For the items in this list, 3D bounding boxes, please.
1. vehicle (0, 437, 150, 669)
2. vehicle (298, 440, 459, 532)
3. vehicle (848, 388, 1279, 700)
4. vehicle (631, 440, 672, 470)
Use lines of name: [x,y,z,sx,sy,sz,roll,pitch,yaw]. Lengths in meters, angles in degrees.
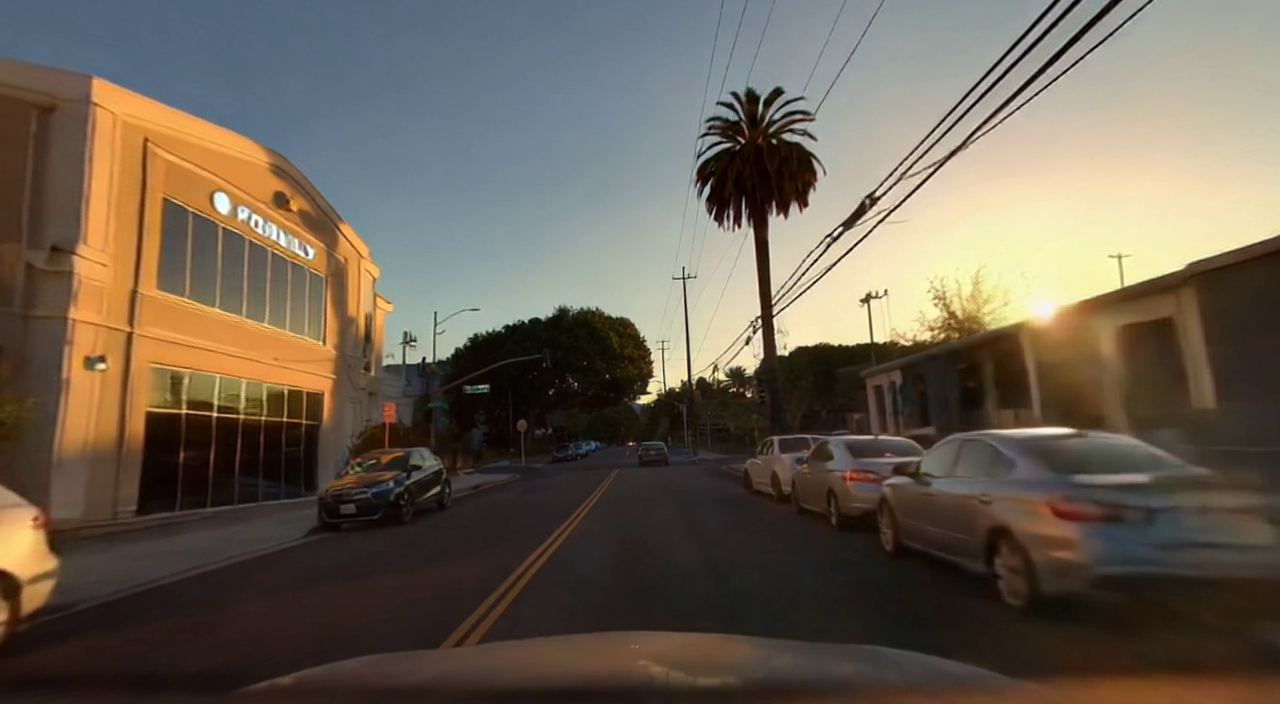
vehicle: [-6.262,1.469,3.957,2.007,1.876,5.361,-1,-9,0]
vehicle: [-6.164,3.185,15.680,2.126,1.864,4.831,0,-9,-3]
vehicle: [3.617,1.360,5.760,1.948,1.607,4.873,-1,-9,3]
vehicle: [0.571,5.674,34.972,2.125,1.524,4.404,-1,-9,-1]
